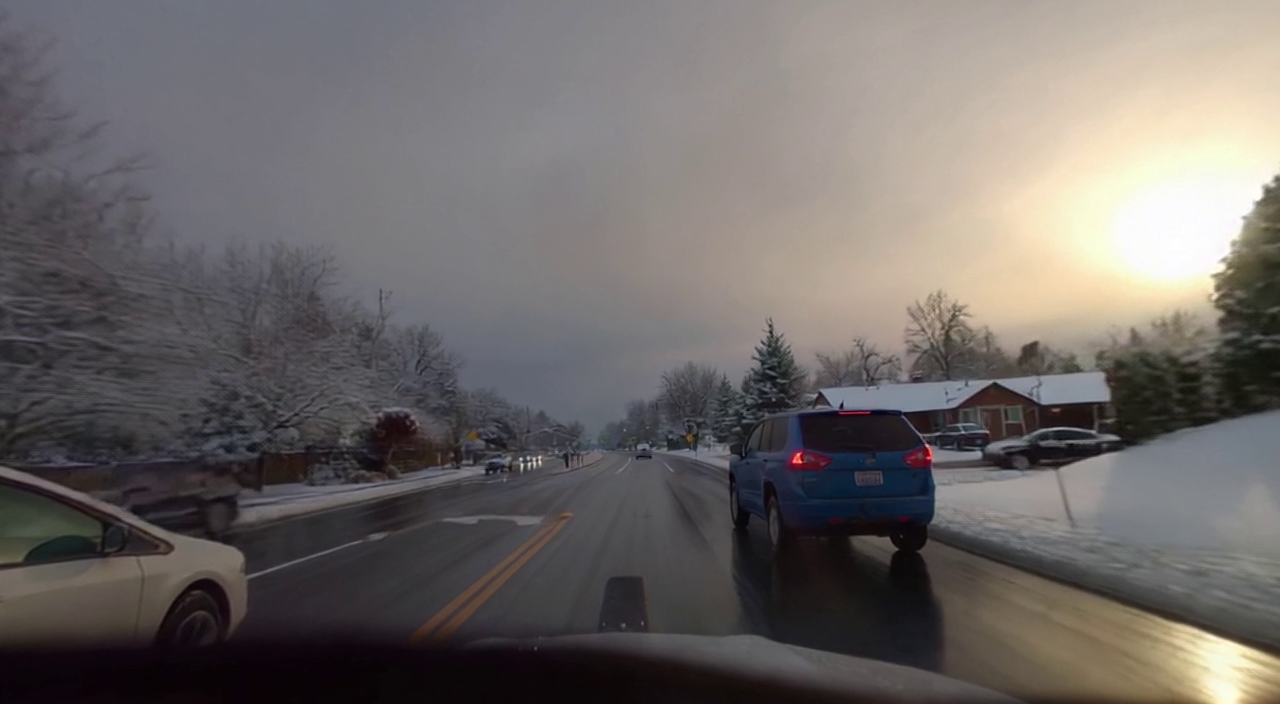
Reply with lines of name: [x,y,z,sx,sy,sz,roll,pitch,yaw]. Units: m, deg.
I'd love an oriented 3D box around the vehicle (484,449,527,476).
vehicle: [-9.381,7.731,44.195,2.058,1.718,4.232,-1,-8,0]

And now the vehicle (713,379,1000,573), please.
vehicle: [2.665,1.741,9.673,2.338,2.063,5.592,0,-8,-1]

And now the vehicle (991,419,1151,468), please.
vehicle: [15.929,3.400,23.489,4.392,1.701,1.991,-1,-8,2]

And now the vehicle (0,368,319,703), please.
vehicle: [-3.251,0.875,2.006,2.058,1.659,4.514,-1,-8,0]
